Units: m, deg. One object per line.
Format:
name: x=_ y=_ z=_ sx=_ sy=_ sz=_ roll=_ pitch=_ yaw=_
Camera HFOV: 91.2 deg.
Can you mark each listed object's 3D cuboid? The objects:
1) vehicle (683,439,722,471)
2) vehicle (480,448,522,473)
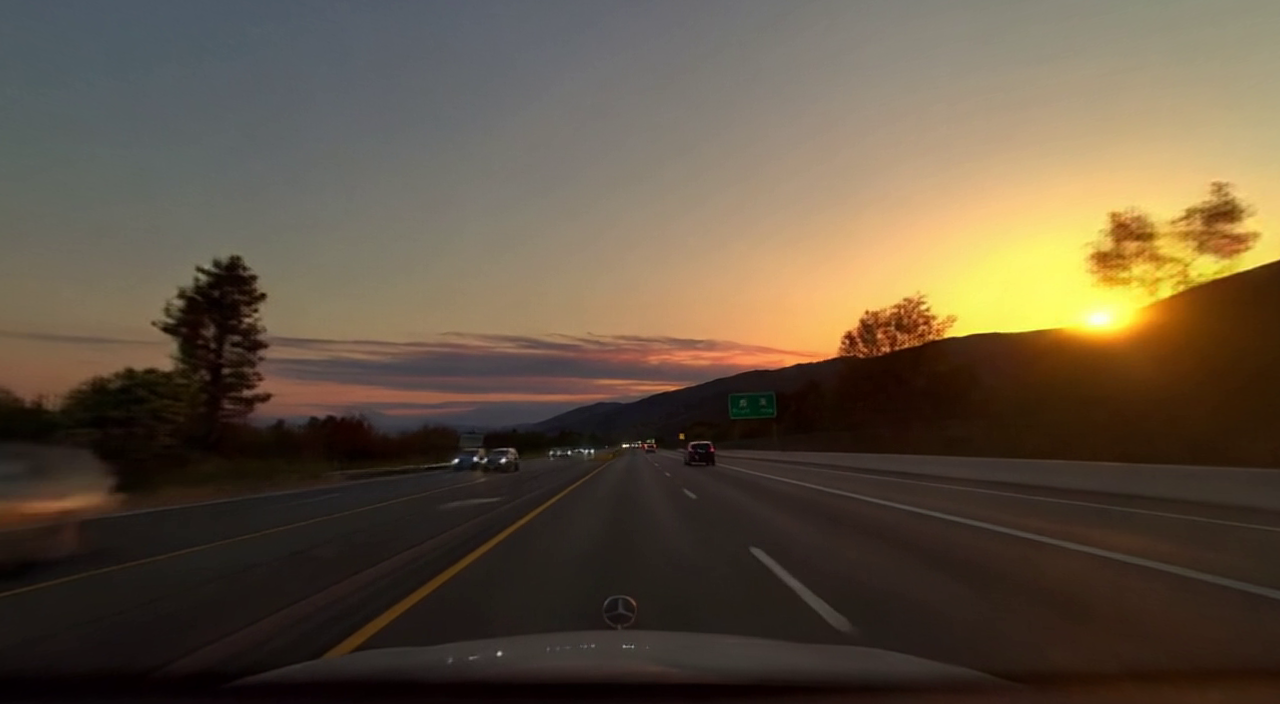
vehicle: x=3.415 y=5.703 z=34.867 sx=1.972 sy=1.614 sz=4.025 roll=-1 pitch=-9 yaw=3
vehicle: x=-9.322 y=7.292 z=42.286 sx=1.950 sy=1.587 sz=4.308 roll=0 pitch=-9 yaw=-1
